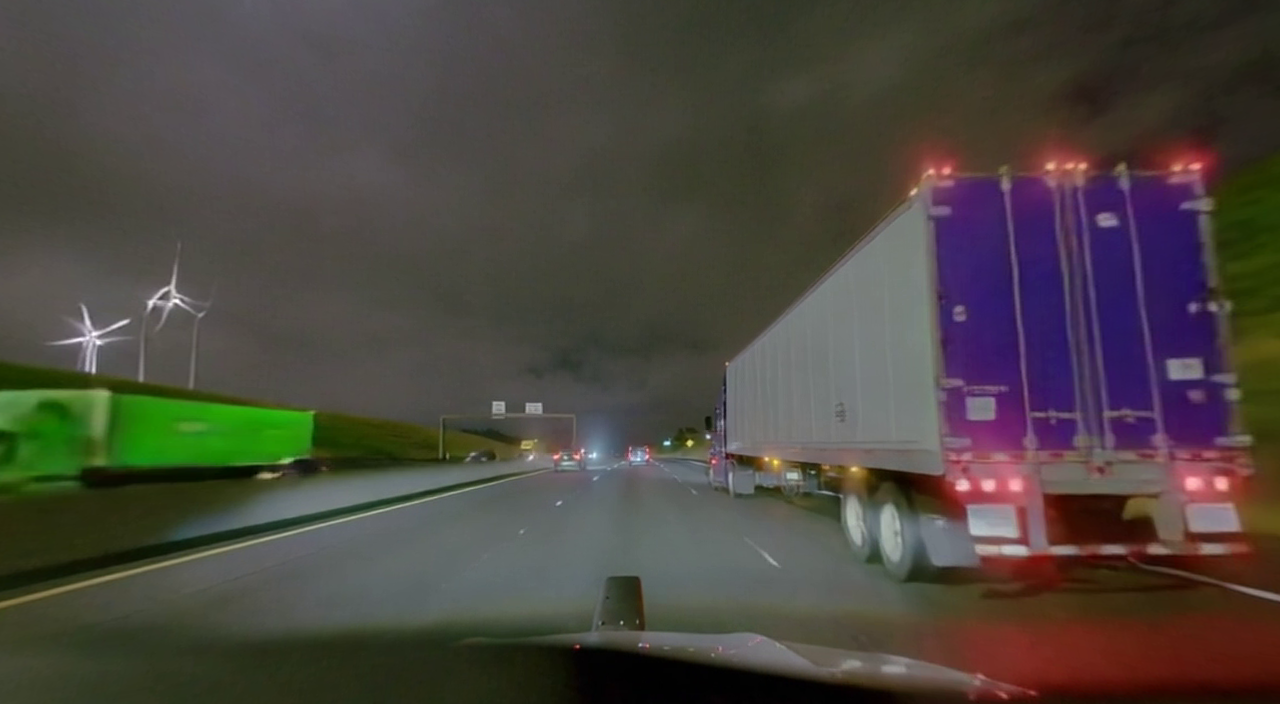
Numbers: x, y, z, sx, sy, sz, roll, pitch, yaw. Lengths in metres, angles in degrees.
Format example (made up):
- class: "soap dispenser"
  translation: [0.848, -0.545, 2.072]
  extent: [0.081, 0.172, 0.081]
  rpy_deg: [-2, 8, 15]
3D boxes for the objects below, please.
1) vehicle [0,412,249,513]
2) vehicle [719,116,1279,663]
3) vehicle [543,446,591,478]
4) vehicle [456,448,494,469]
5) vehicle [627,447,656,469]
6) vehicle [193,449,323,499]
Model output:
- class: "vehicle"
  translation: [-15.684, 3.332, 19.558]
  extent: [2.615, 2.529, 6.897]
  rpy_deg: [0, -9, 0]
- class: "vehicle"
  translation: [3.849, 1.161, 11.307]
  extent: [2.947, 3.989, 13.568]
  rpy_deg: [0, -9, -1]
- class: "vehicle"
  translation: [-3.694, 5.645, 32.571]
  extent: [1.952, 1.521, 4.095]
  rpy_deg: [0, -9, 1]
- class: "vehicle"
  translation: [-12.021, 7.765, 46.162]
  extent: [1.780, 1.383, 3.624]
  rpy_deg: [0, -9, 1]
- class: "vehicle"
  translation: [0.078, 7.442, 44.278]
  extent: [1.931, 1.453, 3.695]
  rpy_deg: [0, -9, -1]
- class: "vehicle"
  translation: [-11.869, 3.769, 19.929]
  extent: [1.718, 1.398, 3.703]
  rpy_deg: [0, -9, 1]
